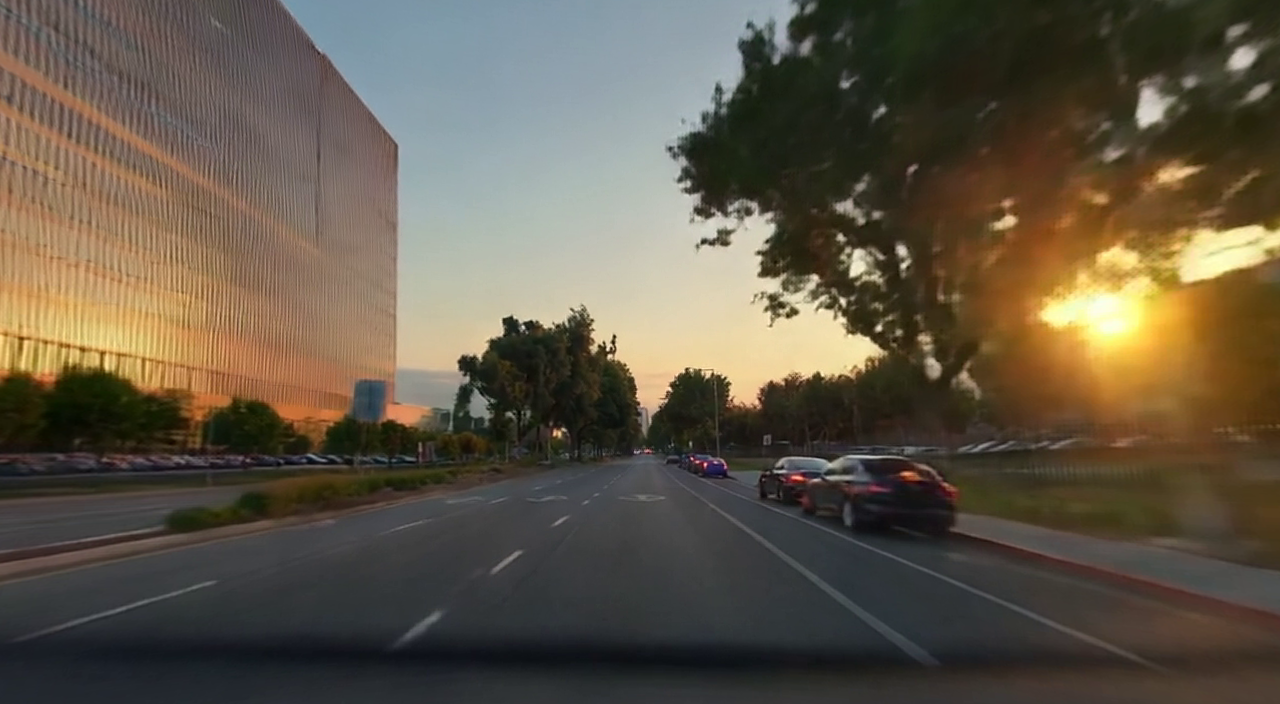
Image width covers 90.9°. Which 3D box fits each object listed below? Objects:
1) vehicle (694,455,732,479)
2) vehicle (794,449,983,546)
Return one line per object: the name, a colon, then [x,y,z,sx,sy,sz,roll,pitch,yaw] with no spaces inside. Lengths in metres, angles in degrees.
vehicle: [4.676,7.393,40.798,1.872,1.420,4.201,0,-9,-1]
vehicle: [4.526,2.672,12.329,1.909,1.503,4.368,0,-9,0]
